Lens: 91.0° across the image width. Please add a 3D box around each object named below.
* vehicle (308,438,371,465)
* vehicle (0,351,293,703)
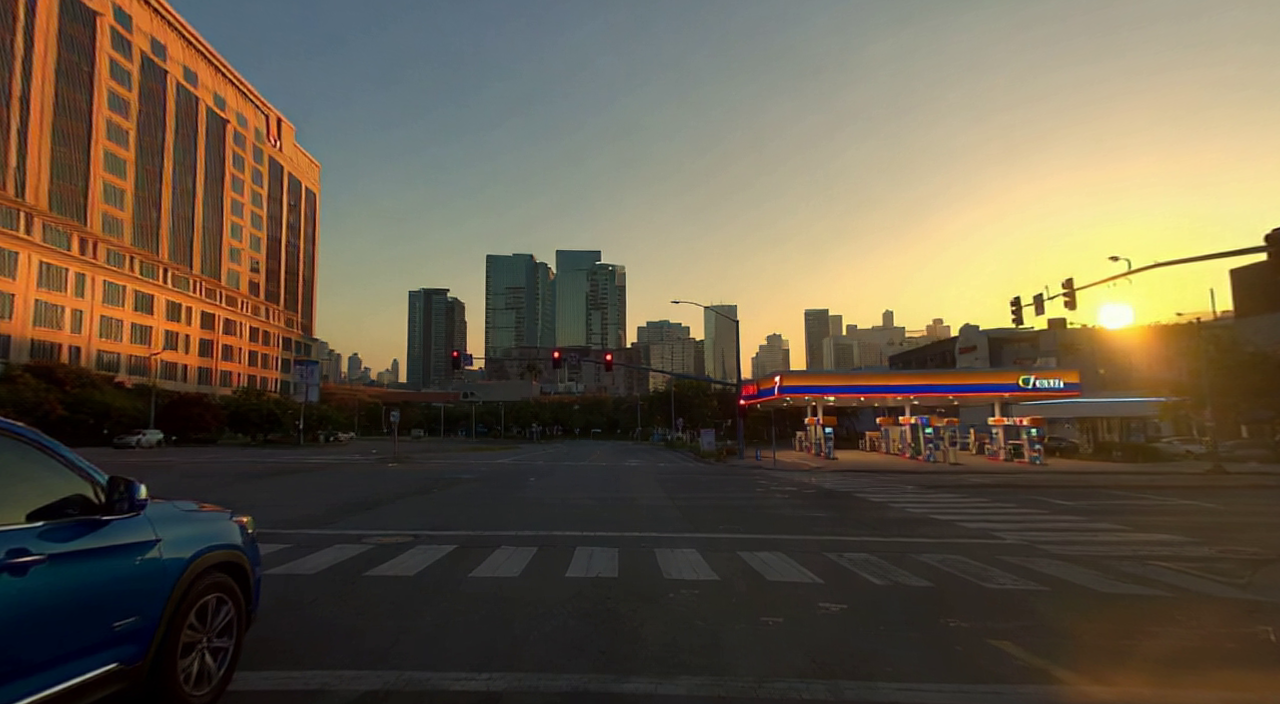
[{"bbox_3d":[-20.496,6.807,43.177,2.004,1.699,4.486,0,-9,0],"label":"vehicle"},{"bbox_3d":[-3.440,0.806,2.061,2.053,1.690,4.364,0,-9,1],"label":"vehicle"}]
